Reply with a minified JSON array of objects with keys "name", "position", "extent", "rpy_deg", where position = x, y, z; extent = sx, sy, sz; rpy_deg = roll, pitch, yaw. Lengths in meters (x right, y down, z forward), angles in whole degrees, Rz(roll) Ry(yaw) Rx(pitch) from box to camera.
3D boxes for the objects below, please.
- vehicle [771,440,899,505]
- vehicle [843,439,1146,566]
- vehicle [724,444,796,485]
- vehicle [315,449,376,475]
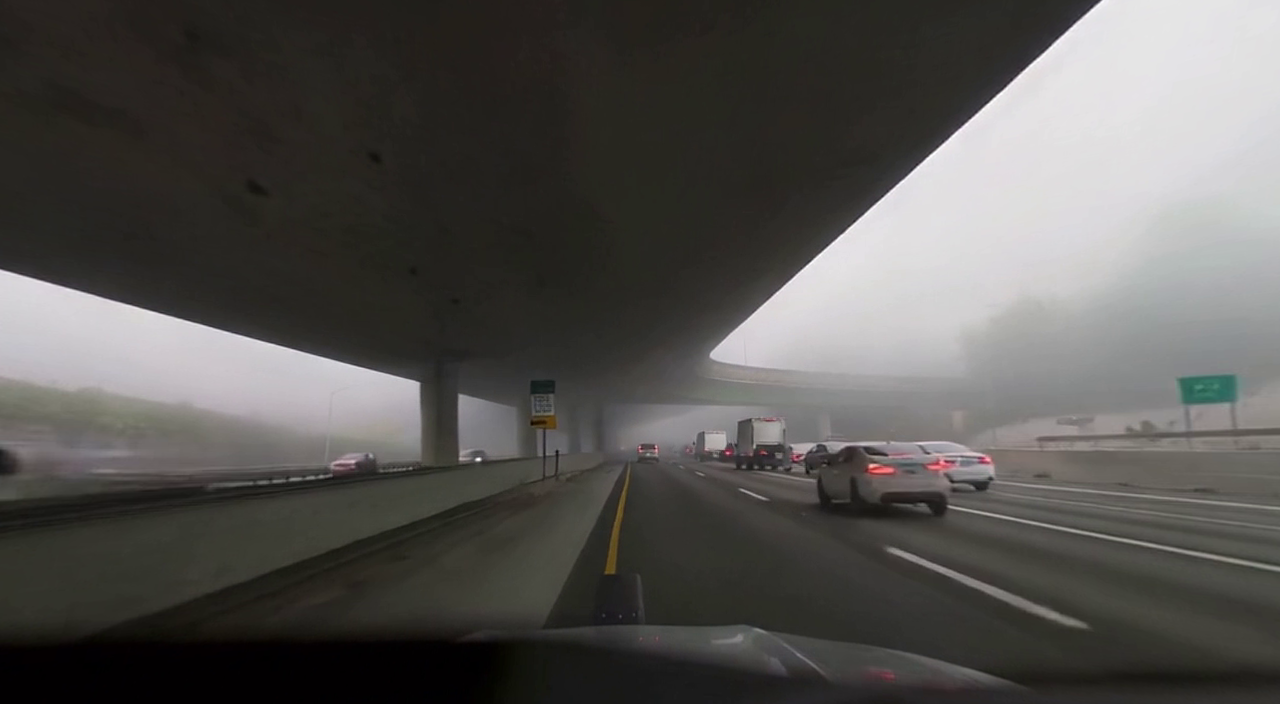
[{"name":"vehicle","position":[5.137,3.234,17.480],"extent":[1.915,1.512,4.812],"rpy_deg":[0,-8,-1]},{"name":"vehicle","position":[4.833,2.077,9.562],"extent":[1.987,1.448,4.356],"rpy_deg":[0,-8,-1]},{"name":"vehicle","position":[4.762,4.510,25.710],"extent":[1.927,1.489,4.478],"rpy_deg":[0,-8,-1]},{"name":"vehicle","position":[-20.784,7.752,44.773],"extent":[1.922,1.747,4.705],"rpy_deg":[0,-8,2]}]
